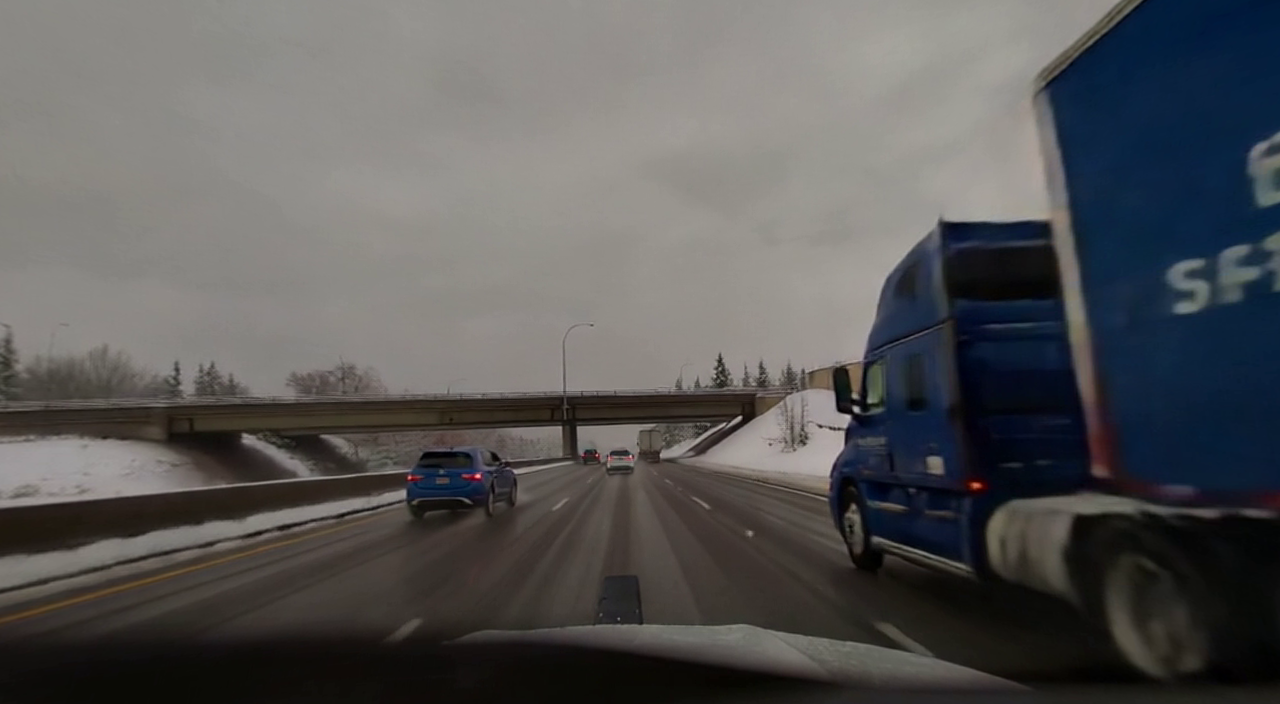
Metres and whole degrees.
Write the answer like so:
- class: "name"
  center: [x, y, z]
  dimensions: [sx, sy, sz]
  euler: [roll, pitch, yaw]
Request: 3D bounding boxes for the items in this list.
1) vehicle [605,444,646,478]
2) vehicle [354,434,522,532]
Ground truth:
- class: "vehicle"
  center: [-0.734, 5.716, 33.042]
  dimensions: [2.004, 1.615, 4.113]
  euler: [0, -9, -1]
- class: "vehicle"
  center: [-3.637, 2.429, 12.161]
  dimensions: [1.987, 1.548, 3.981]
  euler: [0, -9, -1]
